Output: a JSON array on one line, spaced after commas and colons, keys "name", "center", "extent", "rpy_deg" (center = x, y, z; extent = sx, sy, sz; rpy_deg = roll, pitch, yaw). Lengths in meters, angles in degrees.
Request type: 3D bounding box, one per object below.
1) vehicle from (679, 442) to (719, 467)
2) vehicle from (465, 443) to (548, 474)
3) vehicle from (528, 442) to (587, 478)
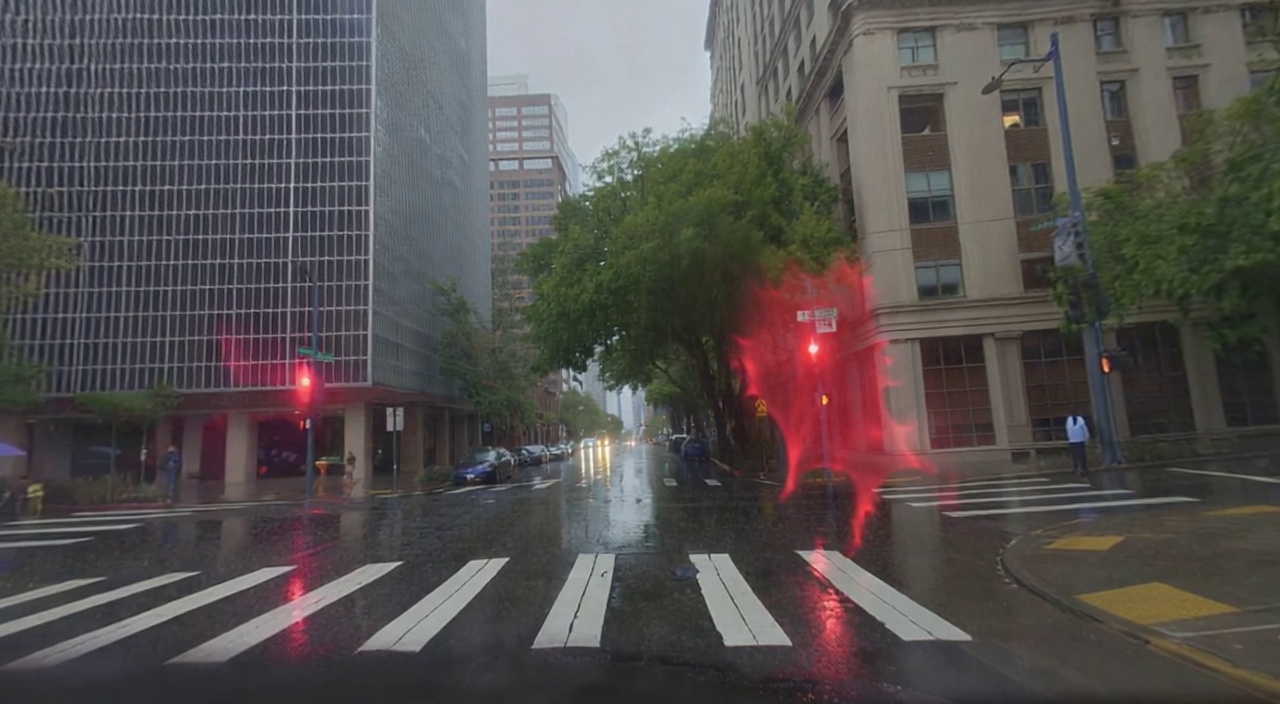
[{"name": "vehicle", "center": [3.566, 6.273, 38.867], "extent": [1.853, 1.426, 4.160], "rpy_deg": [1, -8, -3]}, {"name": "vehicle", "center": [-8.000, 6.350, 38.022], "extent": [4.526, 1.726, 1.963], "rpy_deg": [8, -12, -44]}, {"name": "vehicle", "center": [-3.648, 4.841, 28.655], "extent": [1.989, 1.481, 4.500], "rpy_deg": [0, -8, 1]}]
